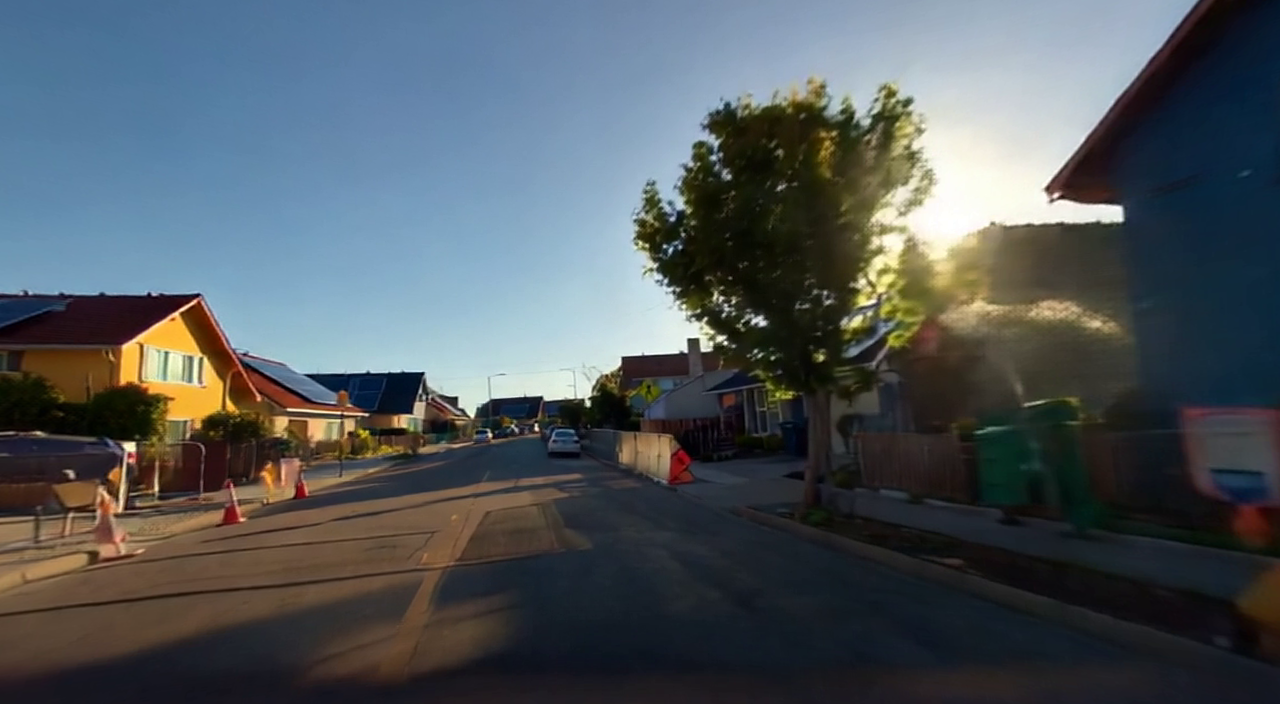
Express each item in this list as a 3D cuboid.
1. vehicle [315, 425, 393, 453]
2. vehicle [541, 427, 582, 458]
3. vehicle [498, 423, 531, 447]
[{"bbox_3d":[-18.896,5.765,41.814,4.205,1.745,2.121,0,-10,-6],"label":"vehicle"},{"bbox_3d":[-4.120,4.665,32.686,1.998,1.494,3.927,1,-8,-8],"label":"vehicle"},{"bbox_3d":[-9.819,6.551,49.638,2.050,1.742,4.197,1,-7,-5],"label":"vehicle"}]
